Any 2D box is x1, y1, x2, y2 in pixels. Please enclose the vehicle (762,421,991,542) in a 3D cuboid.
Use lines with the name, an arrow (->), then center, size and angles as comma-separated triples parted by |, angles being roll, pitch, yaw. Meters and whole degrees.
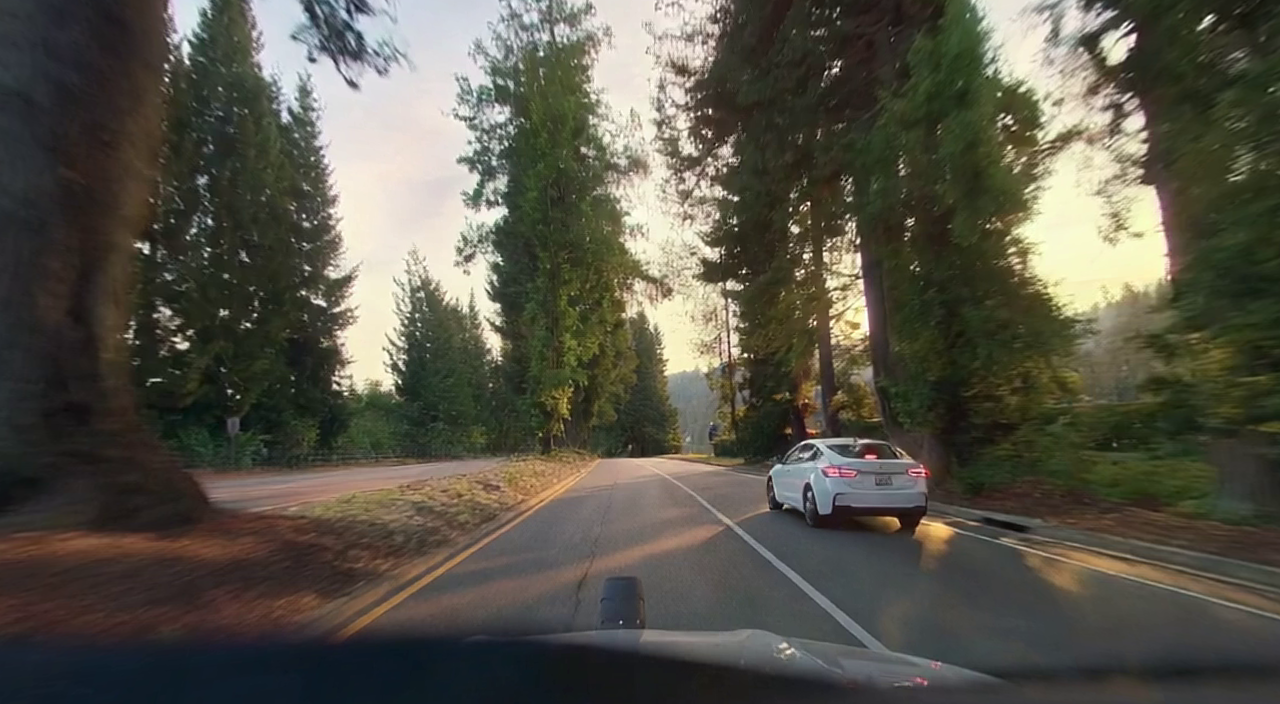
vehicle -> 3.596, 2.069, 10.762 | 2.060, 1.584, 4.592 | 0, -9, -1
